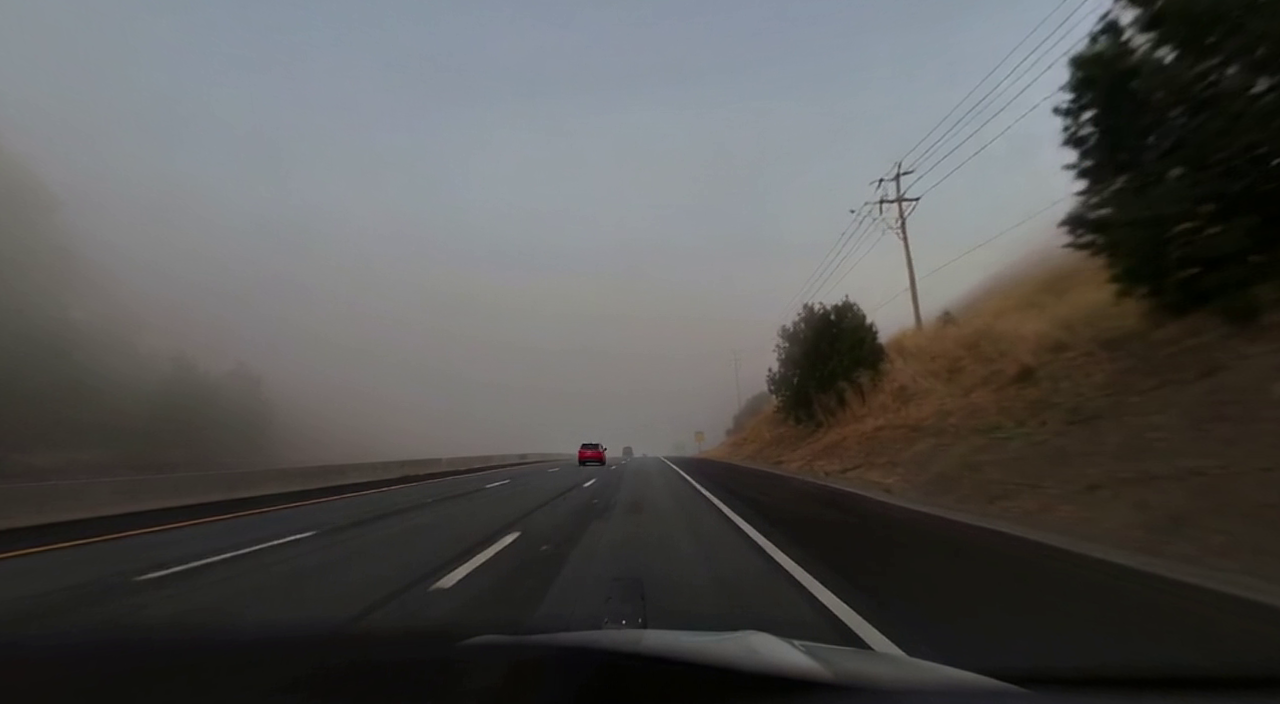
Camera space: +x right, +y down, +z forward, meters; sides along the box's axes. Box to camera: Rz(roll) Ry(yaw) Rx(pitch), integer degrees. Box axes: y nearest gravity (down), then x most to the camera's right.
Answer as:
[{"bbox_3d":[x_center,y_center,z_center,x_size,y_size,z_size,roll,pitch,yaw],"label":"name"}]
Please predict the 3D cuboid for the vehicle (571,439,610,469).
[{"bbox_3d":[-3.197,6.687,41.603,2.136,1.845,4.515,-1,-8,1],"label":"vehicle"}]
